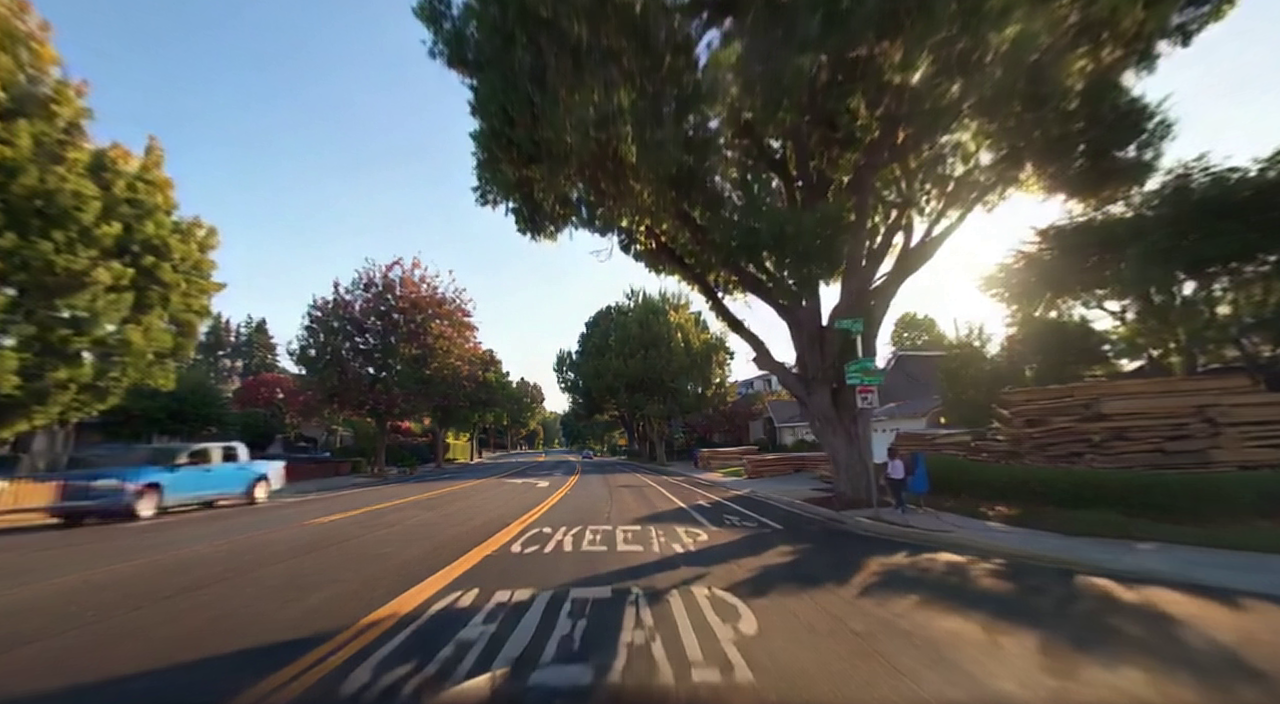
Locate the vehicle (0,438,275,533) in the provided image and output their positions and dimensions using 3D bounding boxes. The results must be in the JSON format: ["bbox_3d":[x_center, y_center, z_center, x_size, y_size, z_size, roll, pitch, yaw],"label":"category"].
[{"bbox_3d":[-11.067,2.854,14.235,2.053,1.727,4.651,-2,-9,16],"label":"vehicle"}]
